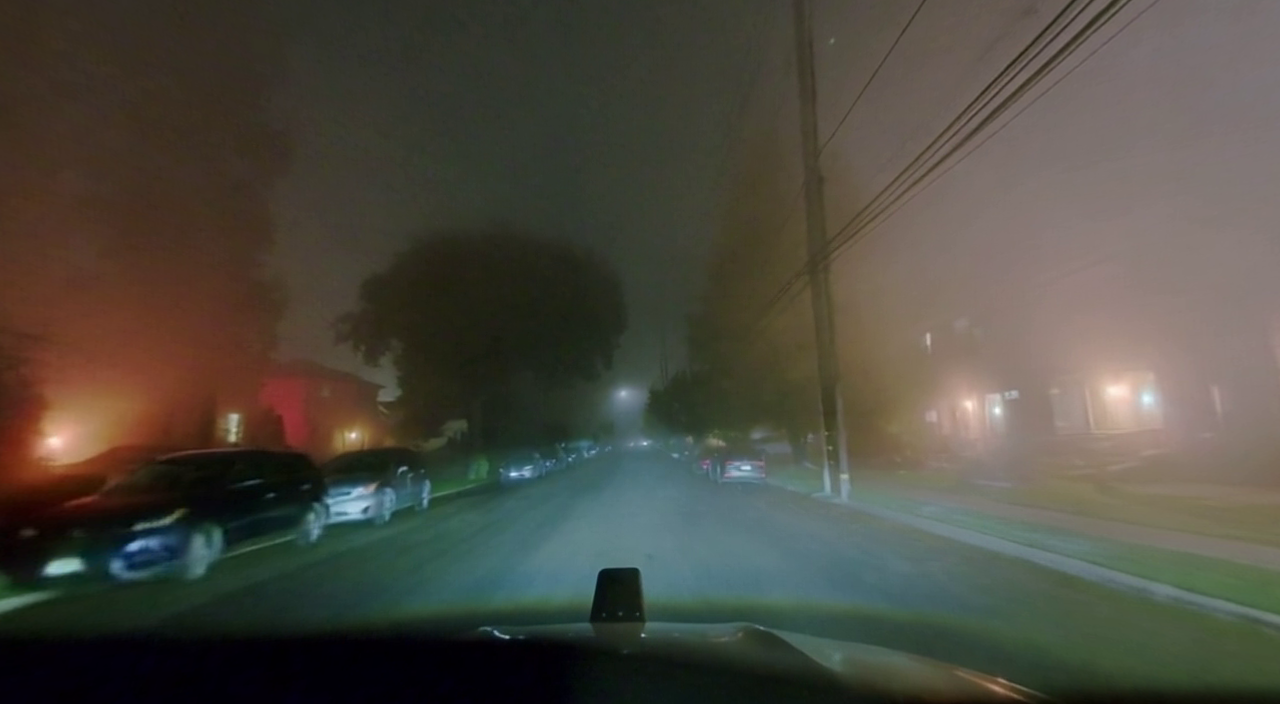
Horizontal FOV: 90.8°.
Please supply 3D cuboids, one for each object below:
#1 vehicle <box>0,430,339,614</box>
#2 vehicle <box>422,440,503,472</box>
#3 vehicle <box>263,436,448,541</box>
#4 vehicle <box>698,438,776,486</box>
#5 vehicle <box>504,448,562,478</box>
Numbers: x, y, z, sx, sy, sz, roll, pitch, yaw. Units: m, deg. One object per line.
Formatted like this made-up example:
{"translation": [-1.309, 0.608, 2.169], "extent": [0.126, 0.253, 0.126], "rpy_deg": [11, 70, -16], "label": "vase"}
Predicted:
{"translation": [-5.929, 1.997, 8.288], "extent": [2.035, 1.736, 3.955], "rpy_deg": [-2, -9, 0], "label": "vehicle"}
{"translation": [-12.751, 7.523, 45.673], "extent": [5.096, 2.213, 2.354], "rpy_deg": [1, -10, -3], "label": "vehicle"}
{"translation": [-5.861, 2.831, 13.727], "extent": [1.989, 1.756, 4.378], "rpy_deg": [-4, -9, 0], "label": "vehicle"}
{"translation": [3.665, 4.236, 24.710], "extent": [2.247, 1.618, 4.655], "rpy_deg": [2, -8, -1], "label": "vehicle"}
{"translation": [-5.786, 6.076, 34.699], "extent": [2.199, 1.439, 4.757], "rpy_deg": [-2, -10, 2], "label": "vehicle"}
